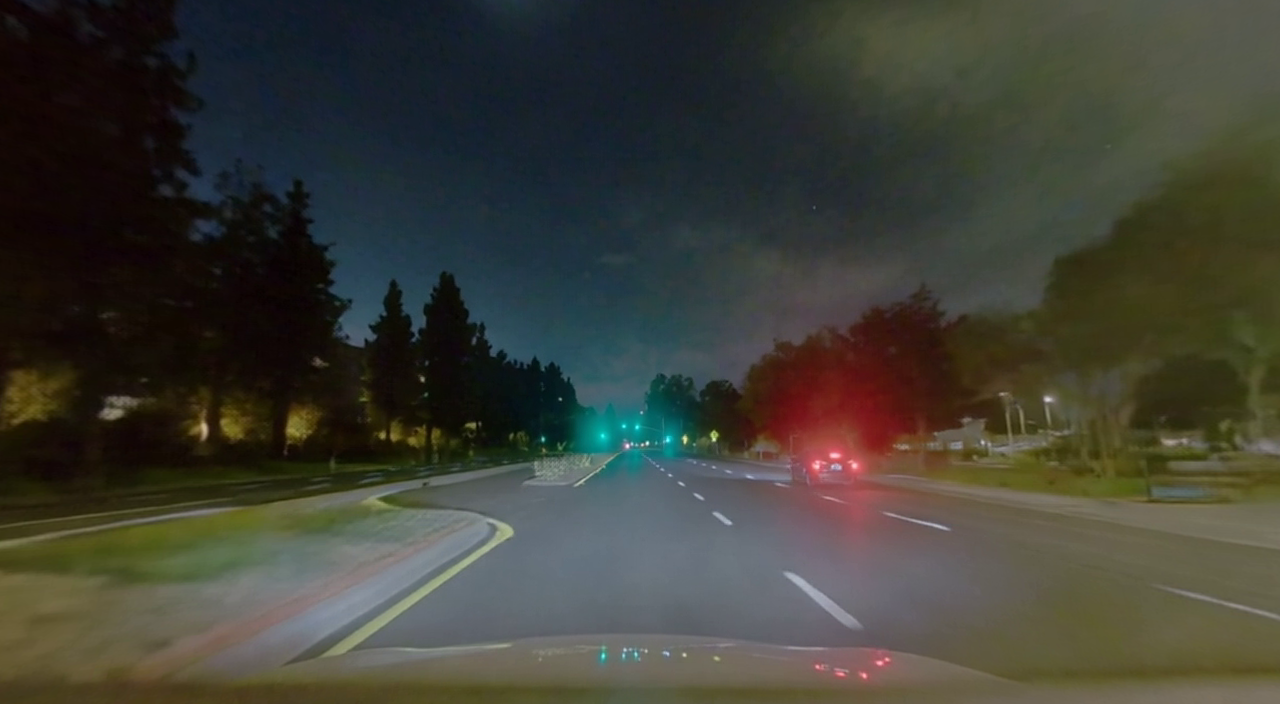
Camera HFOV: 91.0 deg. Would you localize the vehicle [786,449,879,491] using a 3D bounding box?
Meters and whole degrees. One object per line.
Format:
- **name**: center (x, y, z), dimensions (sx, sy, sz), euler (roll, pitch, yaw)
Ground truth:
- **vehicle**: center (7.272, 4.470, 24.270), dimensions (2.054, 1.421, 4.487), euler (0, -9, -2)
